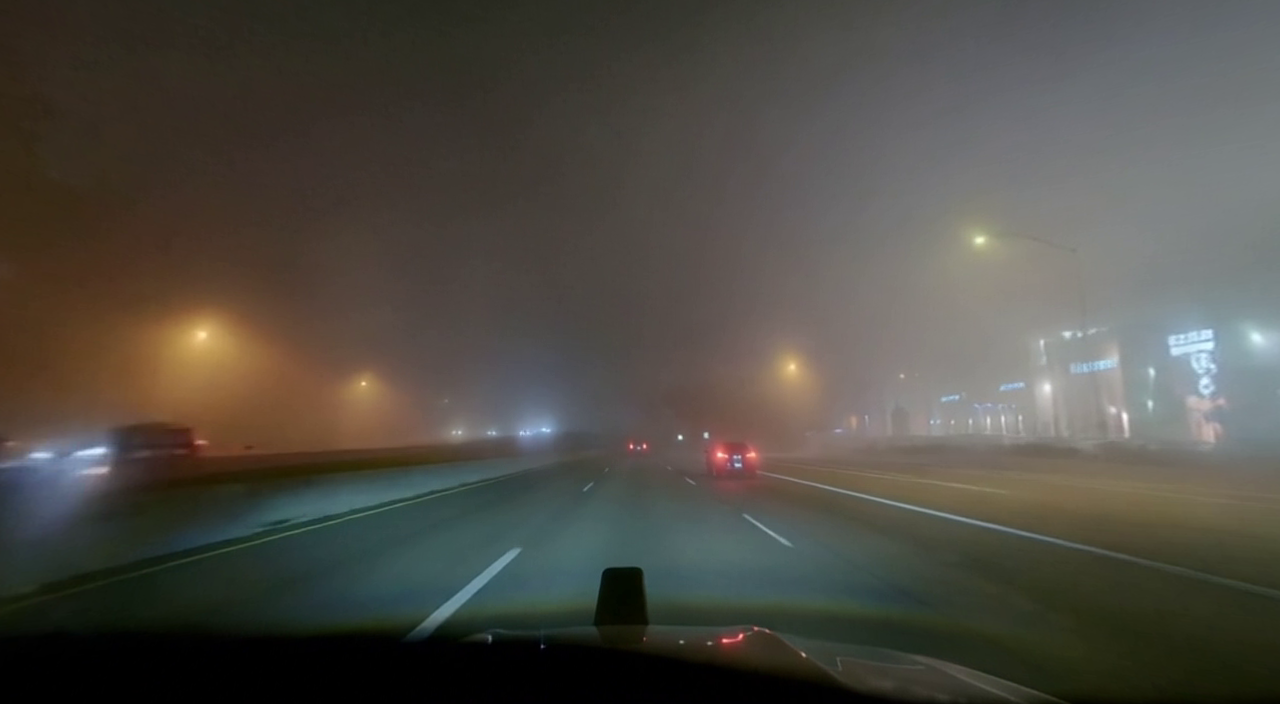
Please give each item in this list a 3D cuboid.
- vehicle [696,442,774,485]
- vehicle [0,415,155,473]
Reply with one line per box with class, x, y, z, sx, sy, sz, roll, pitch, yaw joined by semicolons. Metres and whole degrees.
vehicle;3.385;4.071;23.347;2.069;1.431;4.313;0;-9;-2
vehicle;-17.762;2.827;19.354;2.107;1.561;4.713;0;-9;-2
